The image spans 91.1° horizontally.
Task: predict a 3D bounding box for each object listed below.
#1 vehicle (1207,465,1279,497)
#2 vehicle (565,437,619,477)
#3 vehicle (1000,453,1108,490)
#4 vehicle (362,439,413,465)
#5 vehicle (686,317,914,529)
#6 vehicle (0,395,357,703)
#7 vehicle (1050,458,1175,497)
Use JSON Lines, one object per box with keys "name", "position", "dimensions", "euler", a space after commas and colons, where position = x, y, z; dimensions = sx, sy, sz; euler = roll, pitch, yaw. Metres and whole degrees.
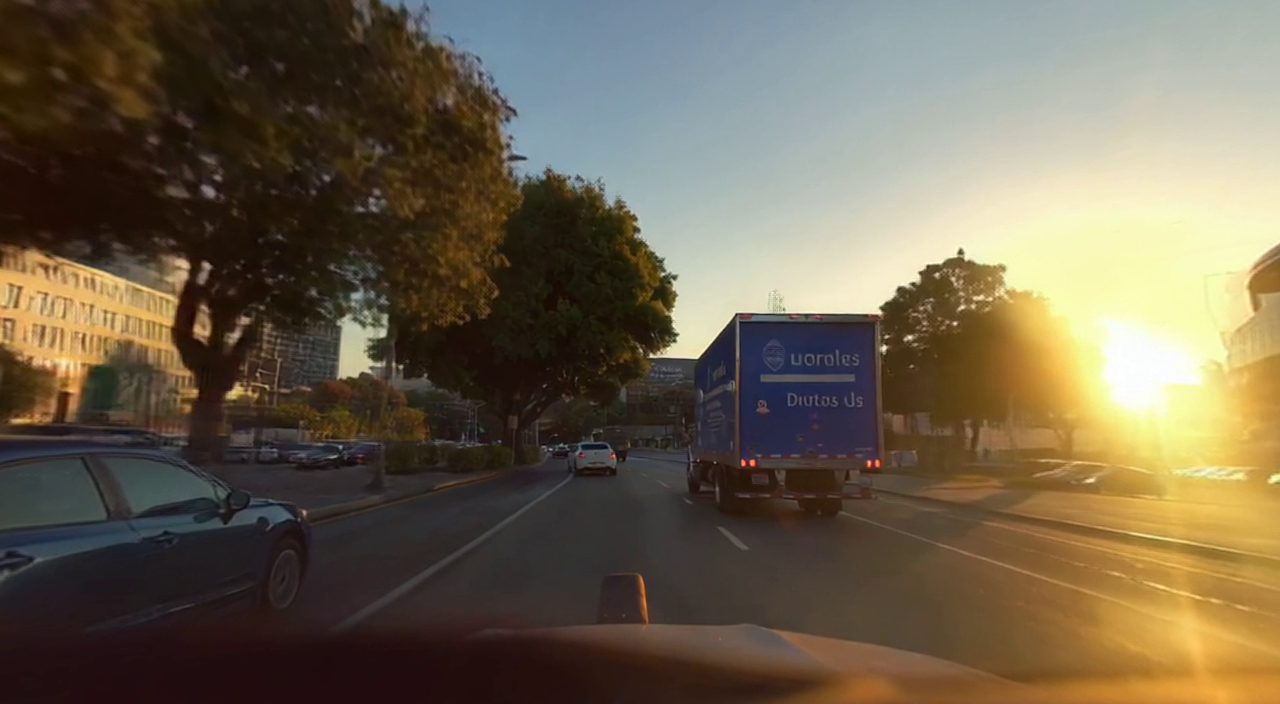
{"name": "vehicle", "position": [35.042, 7.308, 35.845], "dimensions": [4.494, 1.612, 2.043], "euler": [4, -9, -22]}
{"name": "vehicle", "position": [-2.438, 5.124, 30.957], "dimensions": [2.388, 1.811, 4.455], "euler": [1, -9, -7]}
{"name": "vehicle", "position": [19.647, 5.606, 29.761], "dimensions": [4.581, 1.612, 2.083], "euler": [4, -9, -25]}
{"name": "vehicle", "position": [-17.797, 7.053, 44.477], "dimensions": [2.004, 1.728, 4.714], "euler": [1, -9, -5]}
{"name": "vehicle", "position": [3.050, 1.813, 15.075], "dimensions": [2.905, 3.644, 8.441], "euler": [0, -9, -2]}
{"name": "vehicle", "position": [-3.568, 1.098, 3.621], "dimensions": [1.828, 1.515, 4.422], "euler": [0, -9, 0]}
{"name": "vehicle", "position": [20.515, 5.406, 27.270], "dimensions": [4.684, 1.477, 2.079], "euler": [3, -9, -21]}
